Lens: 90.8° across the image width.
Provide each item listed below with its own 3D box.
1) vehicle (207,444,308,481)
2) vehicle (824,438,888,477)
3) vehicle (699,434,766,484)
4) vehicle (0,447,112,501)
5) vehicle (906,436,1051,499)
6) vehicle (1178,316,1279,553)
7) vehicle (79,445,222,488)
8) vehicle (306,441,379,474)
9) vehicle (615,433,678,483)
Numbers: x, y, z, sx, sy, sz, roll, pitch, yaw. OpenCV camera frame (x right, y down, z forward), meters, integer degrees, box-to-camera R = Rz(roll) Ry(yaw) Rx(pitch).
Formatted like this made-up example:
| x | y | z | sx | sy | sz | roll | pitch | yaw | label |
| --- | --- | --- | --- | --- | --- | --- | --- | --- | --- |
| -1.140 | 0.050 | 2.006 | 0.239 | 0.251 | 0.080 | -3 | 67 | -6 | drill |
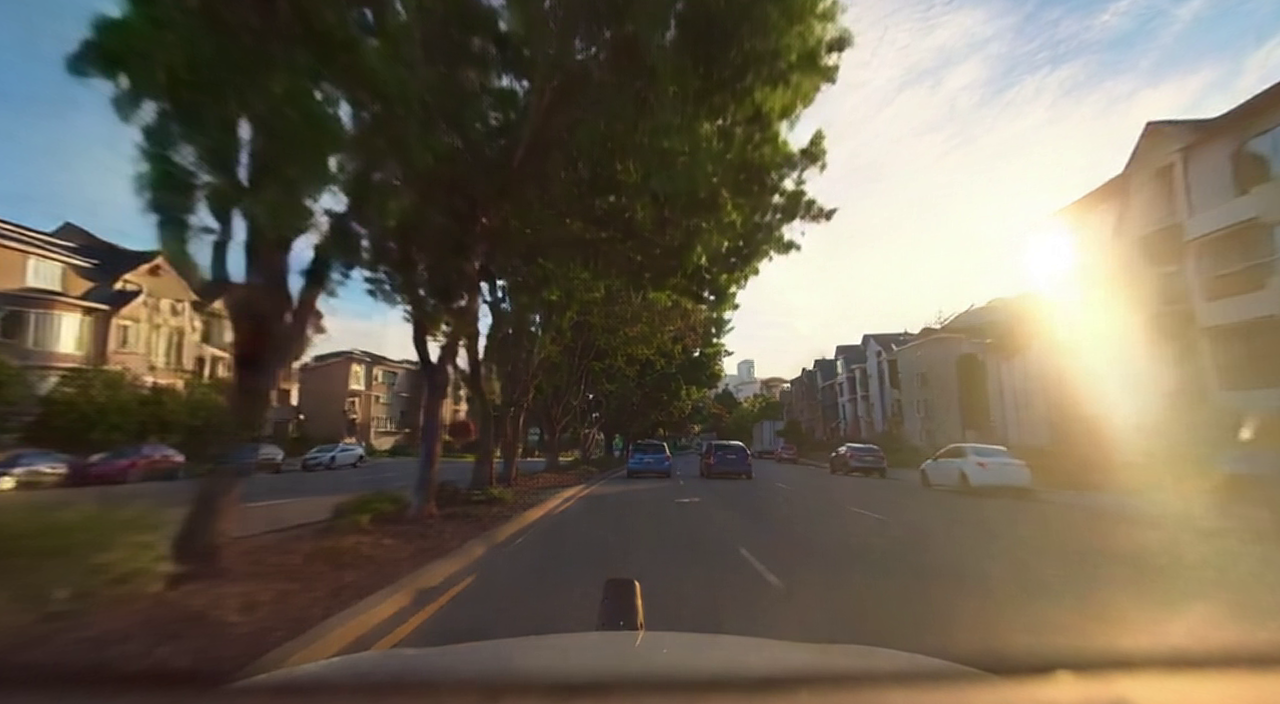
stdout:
| x | y | z | sx | sy | sz | roll | pitch | yaw | label |
| --- | --- | --- | --- | --- | --- | --- | --- | --- | --- |
| -18.545 | 5.391 | 30.902 | 2.023 | 1.561 | 4.497 | -2 | -10 | 2 | vehicle |
| 11.057 | 5.419 | 32.725 | 1.938 | 1.860 | 4.690 | -1 | -9 | 4 | vehicle |
| 3.590 | 4.246 | 25.315 | 2.033 | 1.823 | 4.409 | 0 | -9 | 0 | vehicle |
| -18.979 | 3.655 | 18.880 | 1.951 | 1.513 | 5.107 | -3 | -9 | 1 | vehicle |
| 10.600 | 3.620 | 20.318 | 2.080 | 1.744 | 4.889 | 0 | -8 | 2 | vehicle |
| 10.665 | 0.730 | 6.696 | 3.705 | 3.221 | 6.779 | -1 | -10 | 0 | vehicle |
| -18.938 | 4.520 | 24.768 | 1.849 | 1.455 | 4.606 | -2 | -11 | 1 | vehicle |
| -17.899 | 6.330 | 38.288 | 2.175 | 1.819 | 4.703 | 0 | -8 | -1 | vehicle |
| 0.312 | 4.304 | 25.897 | 2.345 | 1.841 | 5.032 | 0 | -9 | 2 | vehicle |
